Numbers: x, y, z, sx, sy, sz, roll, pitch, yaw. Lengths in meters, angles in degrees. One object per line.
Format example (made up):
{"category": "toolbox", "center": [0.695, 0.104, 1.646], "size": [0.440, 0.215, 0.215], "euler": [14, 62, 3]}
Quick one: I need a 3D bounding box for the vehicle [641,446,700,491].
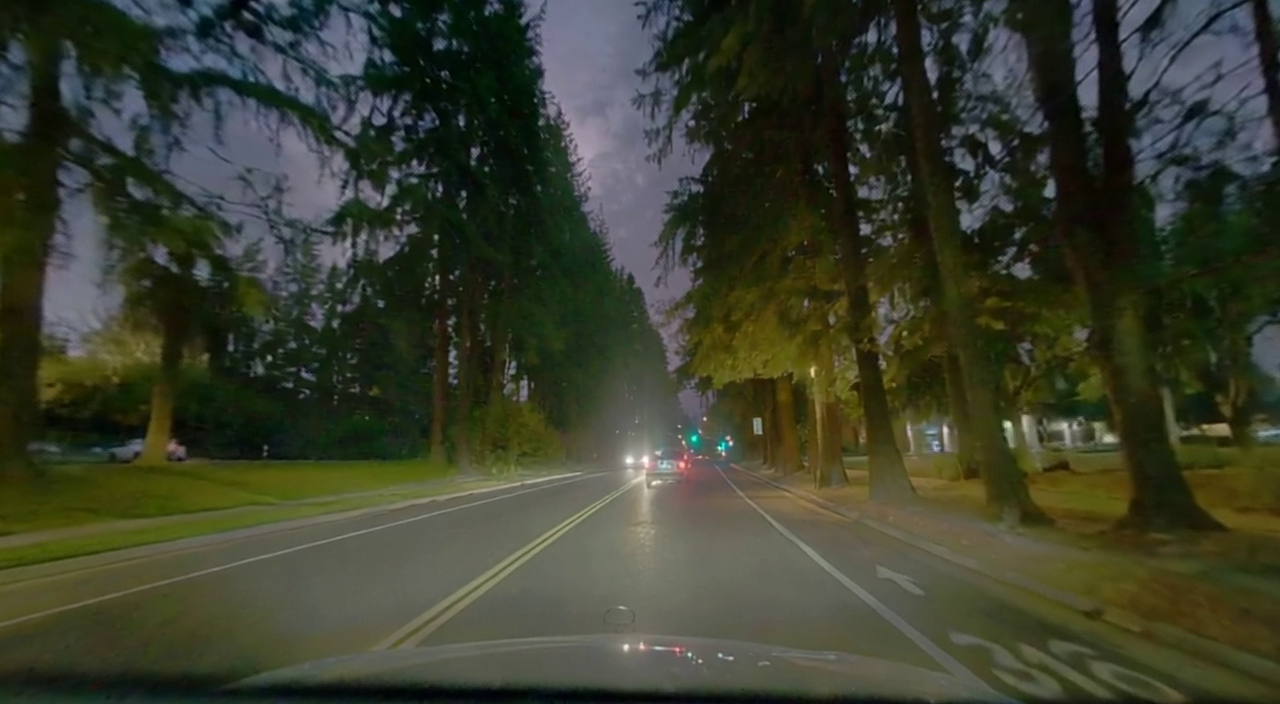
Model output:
{"category": "vehicle", "center": [1.316, 4.603, 25.341], "size": [2.152, 1.574, 4.223], "euler": [-1, -8, 5]}
